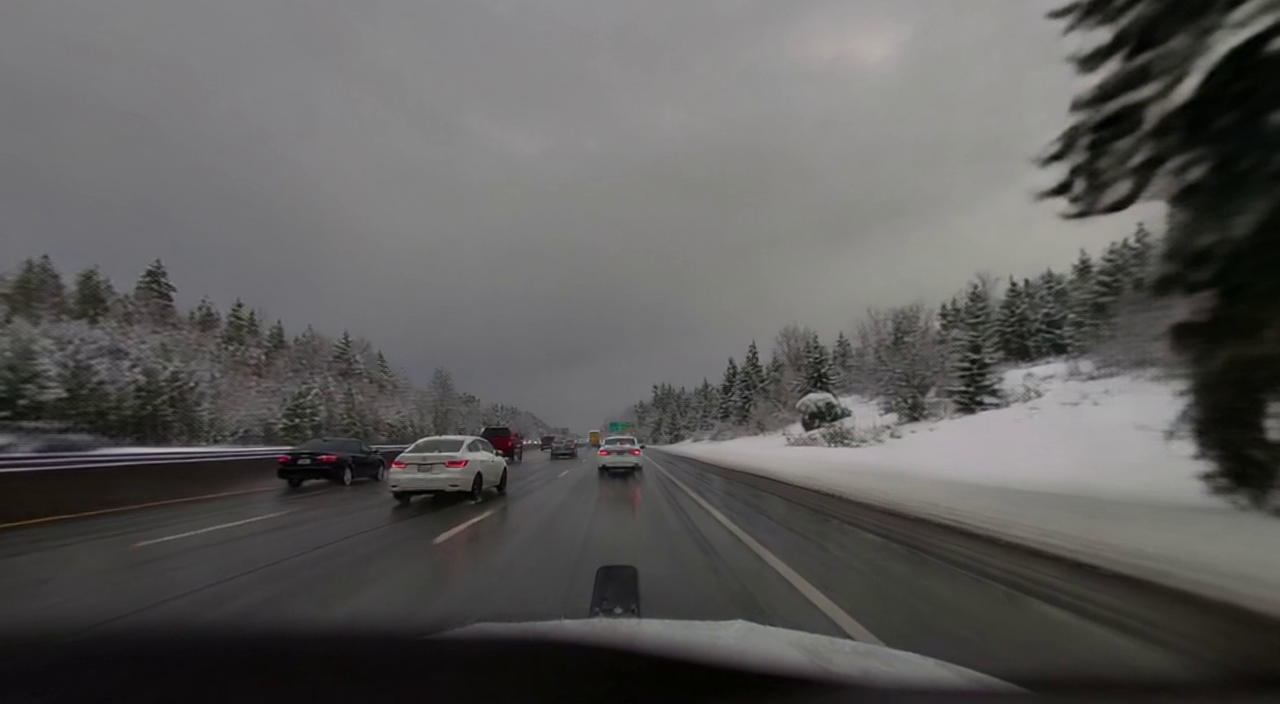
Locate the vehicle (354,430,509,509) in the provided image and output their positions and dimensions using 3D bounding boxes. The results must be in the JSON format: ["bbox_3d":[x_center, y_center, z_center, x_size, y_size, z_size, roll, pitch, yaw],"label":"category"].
[{"bbox_3d":[-4.392,2.505,14.076,1.971,1.464,4.386,0,-8,0],"label":"vehicle"}]

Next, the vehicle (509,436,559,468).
[{"bbox_3d":[-5.203,4.931,31.273,1.835,1.432,3.835,0,-8,0],"label":"vehicle"}]

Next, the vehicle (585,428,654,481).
[{"bbox_3d":[-0.681,3.500,21.852,2.178,1.658,3.916,0,-8,-1],"label":"vehicle"}]

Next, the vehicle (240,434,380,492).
[{"bbox_3d":[-9.221,3.091,17.979,1.850,1.439,3.932,0,-8,0],"label":"vehicle"}]
